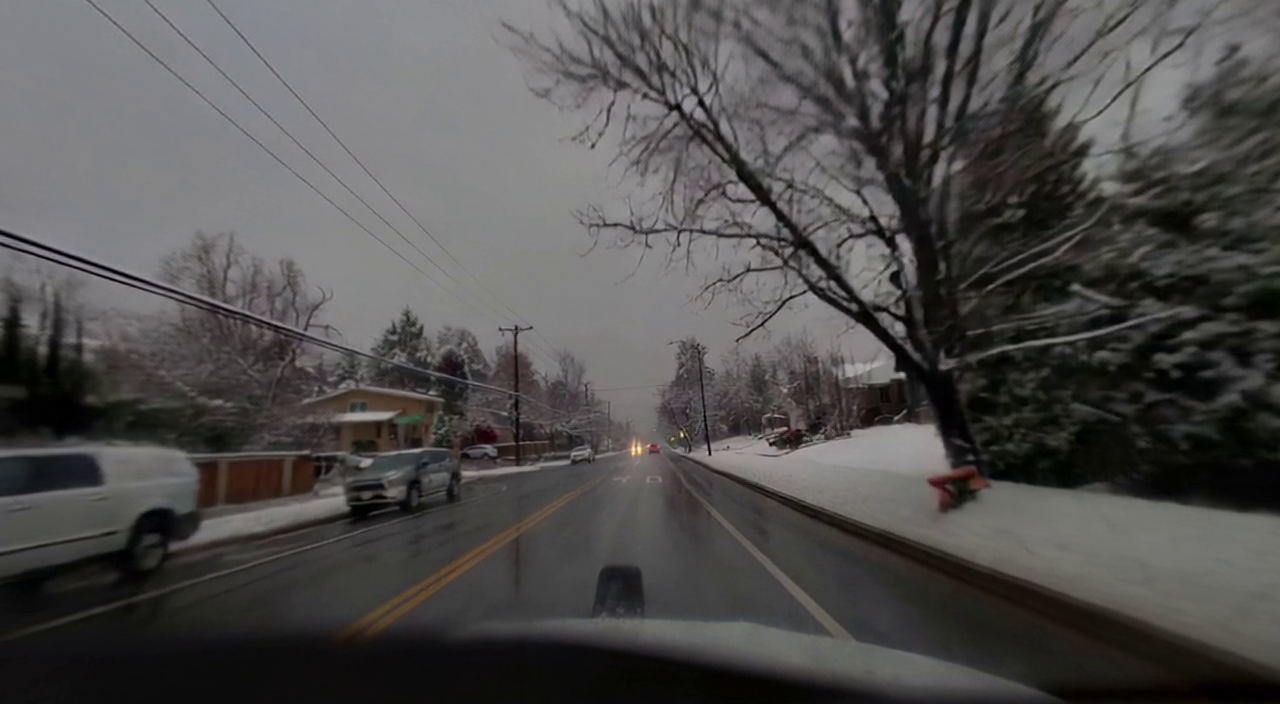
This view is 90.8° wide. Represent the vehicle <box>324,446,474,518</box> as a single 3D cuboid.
[{"bbox_3d":[-6.702,3.638,18.431,1.984,1.732,5.628,-1,-9,2],"label":"vehicle"}]

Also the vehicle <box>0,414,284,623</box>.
[{"bbox_3d":[-6.890,1.903,7.628,2.012,1.902,5.437,-4,-10,1],"label":"vehicle"}]
